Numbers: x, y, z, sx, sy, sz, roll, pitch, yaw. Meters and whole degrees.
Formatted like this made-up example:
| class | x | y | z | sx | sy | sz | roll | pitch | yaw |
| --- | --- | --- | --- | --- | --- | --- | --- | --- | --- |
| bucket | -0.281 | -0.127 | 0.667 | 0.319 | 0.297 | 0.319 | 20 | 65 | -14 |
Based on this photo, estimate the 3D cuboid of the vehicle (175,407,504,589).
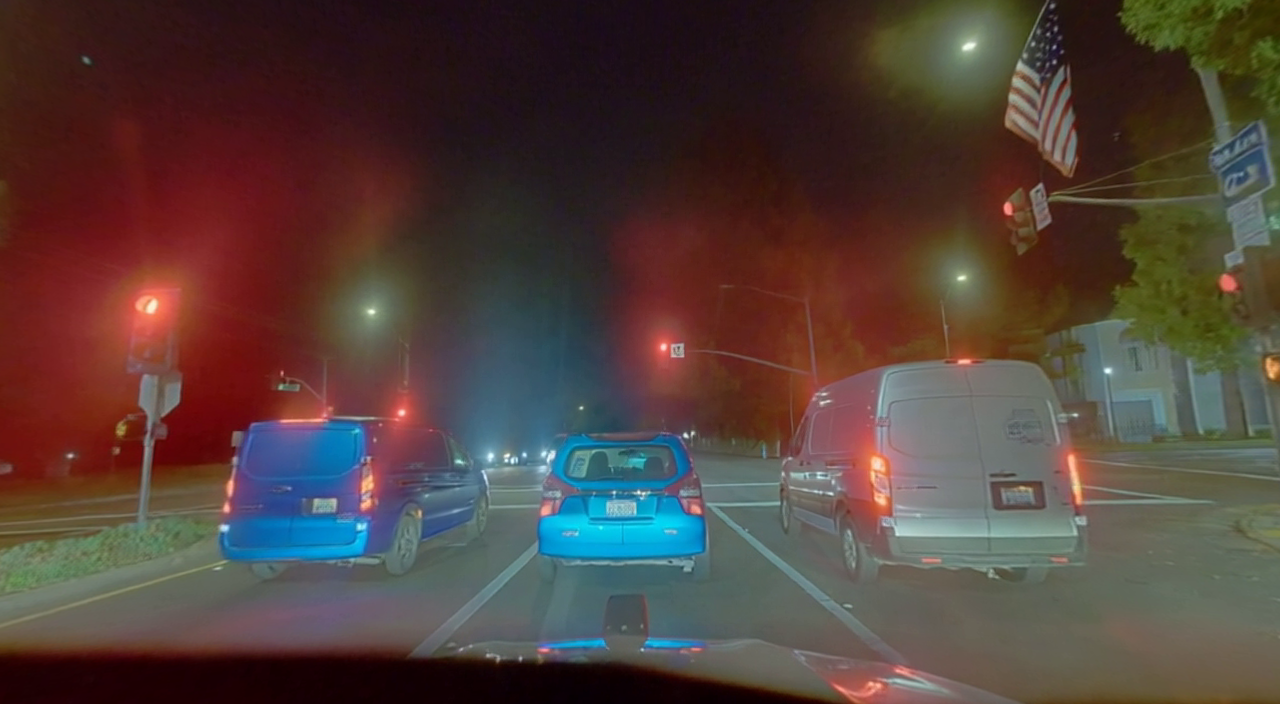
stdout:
| class | x | y | z | sx | sy | sz | roll | pitch | yaw |
| --- | --- | --- | --- | --- | --- | --- | --- | --- | --- |
| vehicle | -3.269 | 1.666 | 7.973 | 2.024 | 1.677 | 3.998 | 0 | -9 | 3 |

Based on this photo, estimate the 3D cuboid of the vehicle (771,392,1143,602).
| class | x | y | z | sx | sy | sz | roll | pitch | yaw |
| --- | --- | --- | --- | --- | --- | --- | --- | --- | --- |
| vehicle | 3.109 | 1.543 | 7.548 | 2.178 | 1.746 | 4.400 | 0 | -9 | 1 |

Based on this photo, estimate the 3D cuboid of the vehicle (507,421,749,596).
| class | x | y | z | sx | sy | sz | roll | pitch | yaw |
| --- | --- | --- | --- | --- | --- | --- | --- | --- | --- |
| vehicle | -0.134 | 1.670 | 7.600 | 2.098 | 1.494 | 4.118 | 0 | -9 | -1 |
